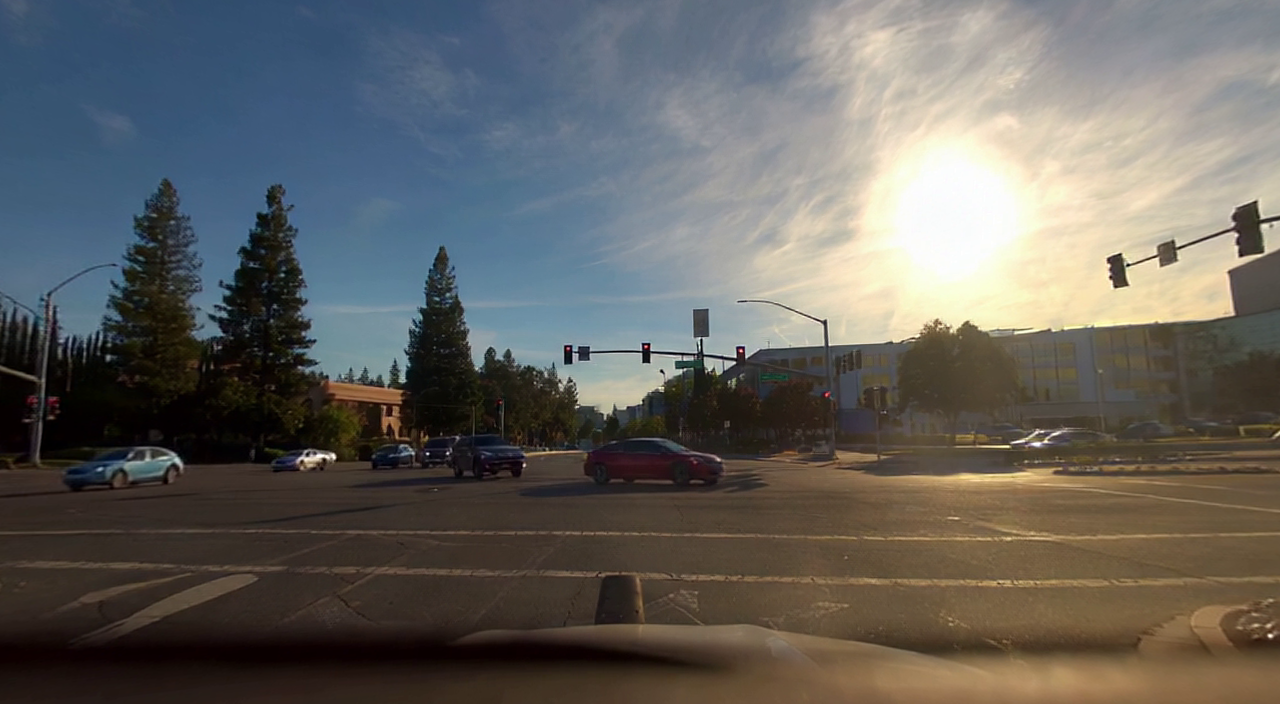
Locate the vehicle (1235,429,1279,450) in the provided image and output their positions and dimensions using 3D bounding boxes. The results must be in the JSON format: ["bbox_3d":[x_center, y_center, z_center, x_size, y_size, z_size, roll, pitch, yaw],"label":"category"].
[{"bbox_3d":[45.677,6.275,45.252,1.786,1.412,4.330,0,-9,0],"label":"vehicle"}]

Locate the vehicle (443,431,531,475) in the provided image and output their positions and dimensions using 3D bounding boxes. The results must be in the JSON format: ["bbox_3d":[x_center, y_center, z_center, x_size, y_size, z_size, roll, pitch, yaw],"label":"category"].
[{"bbox_3d":[-7.200,4.685,29.417,2.017,1.877,4.767,7,-11,-40],"label":"vehicle"}]

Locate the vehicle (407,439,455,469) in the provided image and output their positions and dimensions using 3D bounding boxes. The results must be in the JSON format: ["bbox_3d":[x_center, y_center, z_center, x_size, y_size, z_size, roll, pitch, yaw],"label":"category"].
[{"bbox_3d":[-12.599,6.148,38.349,1.982,1.678,4.180,1,-9,-8],"label":"vehicle"}]

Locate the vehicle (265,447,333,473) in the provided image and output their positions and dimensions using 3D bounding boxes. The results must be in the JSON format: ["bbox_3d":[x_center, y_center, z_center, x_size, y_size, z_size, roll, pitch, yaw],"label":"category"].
[{"bbox_3d":[-23.213,7.353,43.219,2.041,1.642,4.628,0,-9,0],"label":"vehicle"}]

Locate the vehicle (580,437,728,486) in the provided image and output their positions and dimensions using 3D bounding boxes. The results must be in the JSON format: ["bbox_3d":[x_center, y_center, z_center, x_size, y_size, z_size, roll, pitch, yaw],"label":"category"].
[{"bbox_3d":[0.422,3.672,21.411,4.532,1.467,2.135,-6,-10,32],"label":"vehicle"}]

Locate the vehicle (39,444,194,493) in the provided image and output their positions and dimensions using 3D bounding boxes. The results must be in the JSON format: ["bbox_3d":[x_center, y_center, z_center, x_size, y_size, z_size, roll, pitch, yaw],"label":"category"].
[{"bbox_3d":[-19.538,4.337,23.916,1.924,1.656,4.593,0,-9,0],"label":"vehicle"}]
